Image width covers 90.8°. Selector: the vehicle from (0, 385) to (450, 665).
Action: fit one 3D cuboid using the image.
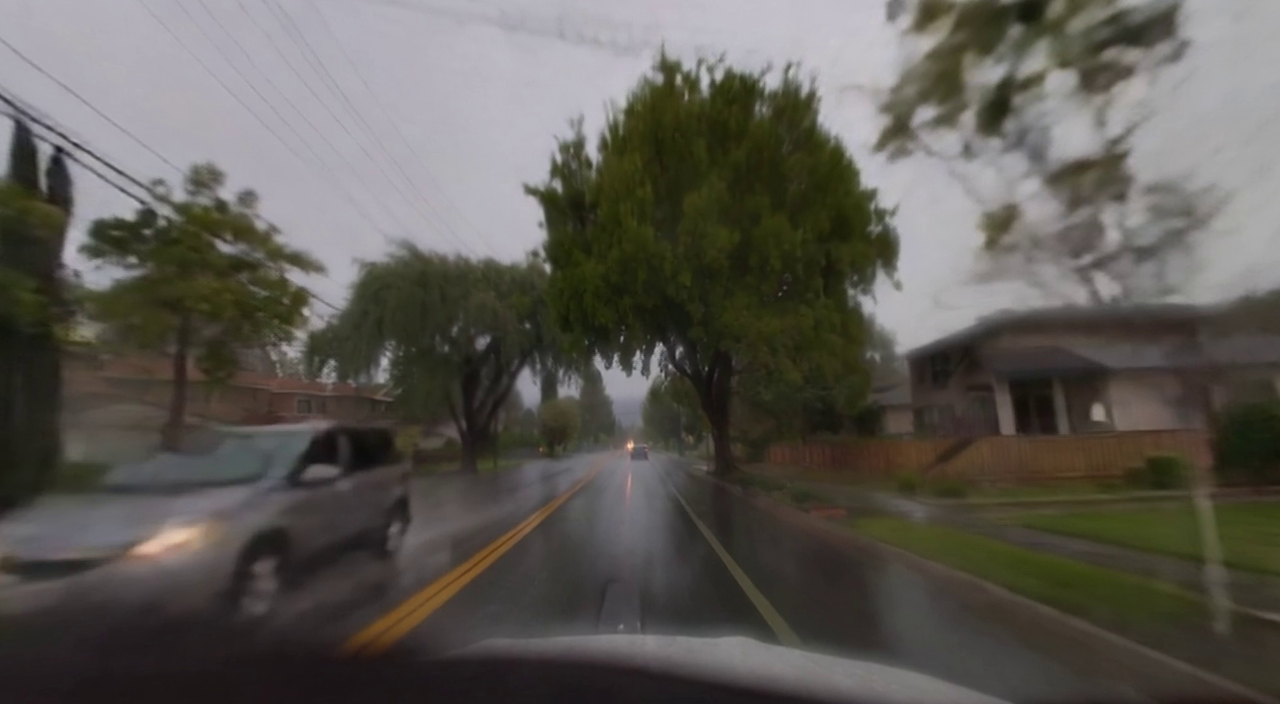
[{"bbox_3d":[-3.803,1.484,6.558,2.145,1.762,4.960,0,-9,-1],"label":"vehicle"}]
